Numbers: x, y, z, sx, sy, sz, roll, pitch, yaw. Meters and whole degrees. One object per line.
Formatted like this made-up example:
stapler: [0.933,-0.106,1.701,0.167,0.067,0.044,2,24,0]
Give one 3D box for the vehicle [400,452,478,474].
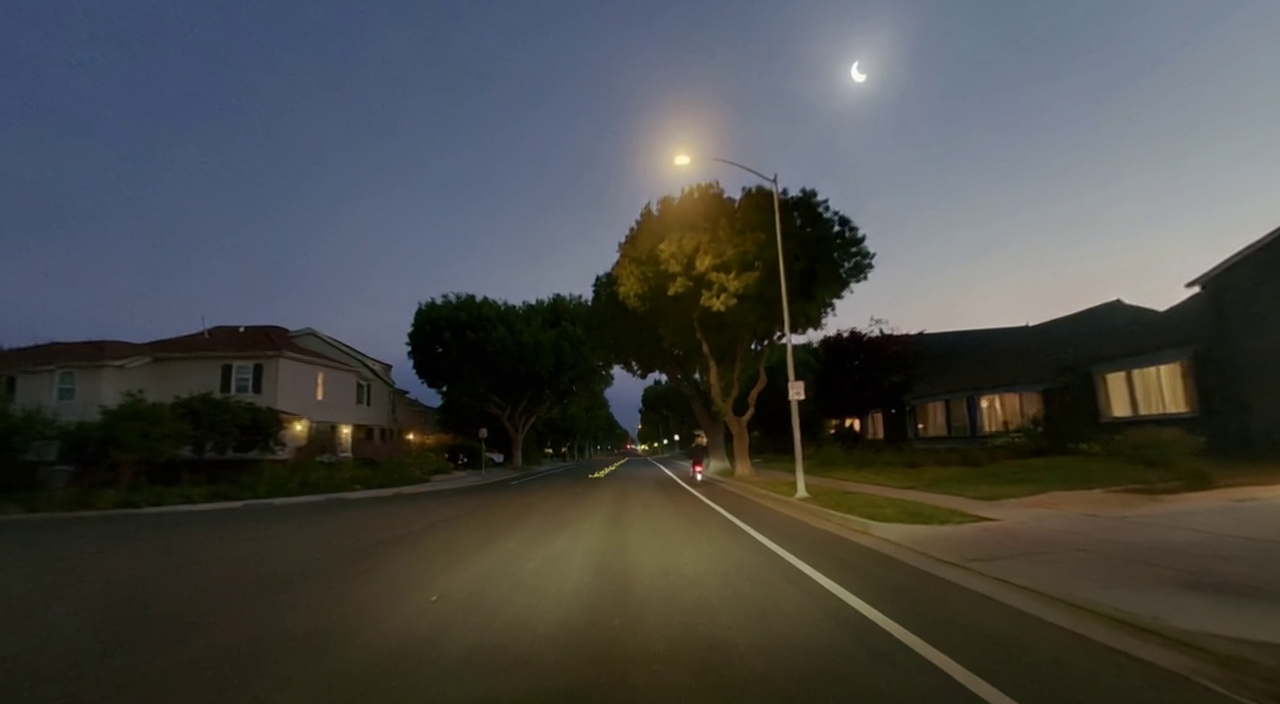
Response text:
vehicle: [-13.629,7.549,43.020,4.717,1.465,1.887,0,-9,-4]
